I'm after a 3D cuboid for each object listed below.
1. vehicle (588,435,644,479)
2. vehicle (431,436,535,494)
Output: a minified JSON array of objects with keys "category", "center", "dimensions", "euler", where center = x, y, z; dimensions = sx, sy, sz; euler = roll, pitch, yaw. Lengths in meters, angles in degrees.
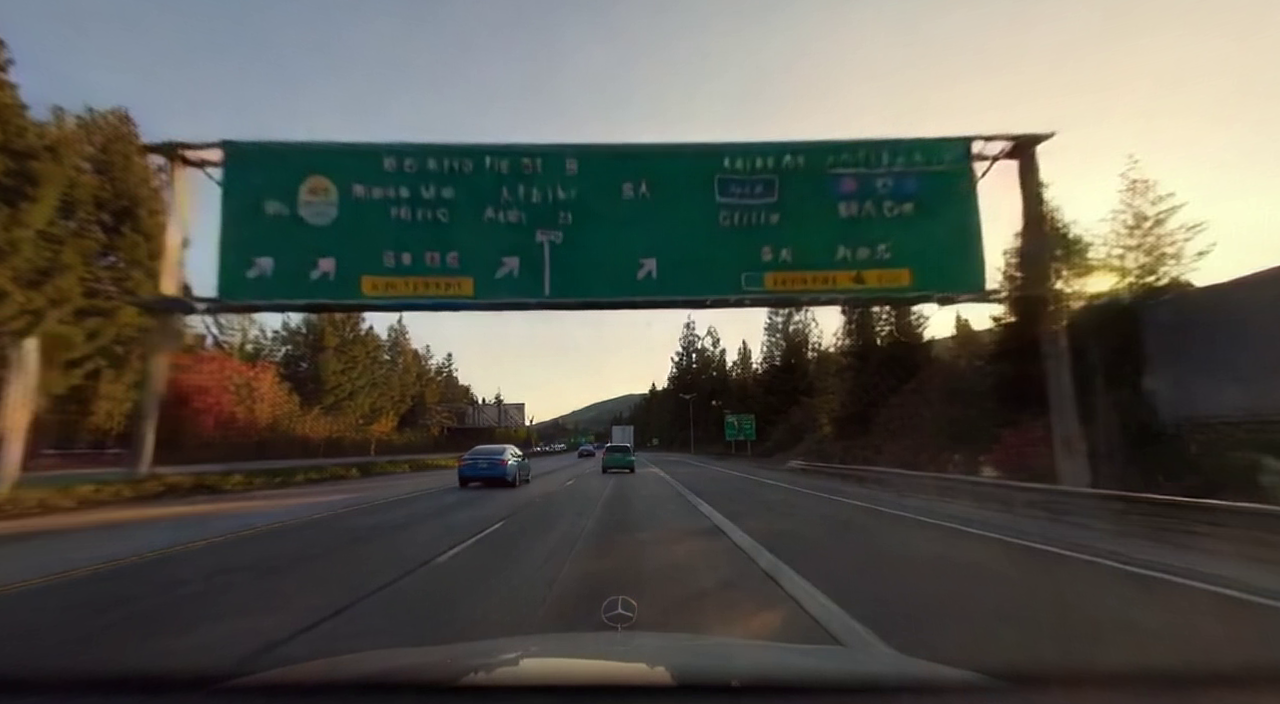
[{"category":"vehicle","center":[-1.023,4.479,27.013],"dimensions":[2.220,1.711,4.056],"euler":[0,-9,-2]},{"category":"vehicle","center":[-4.824,3.554,20.043],"dimensions":[2.103,1.588,4.709],"euler":[-1,-9,0]}]
